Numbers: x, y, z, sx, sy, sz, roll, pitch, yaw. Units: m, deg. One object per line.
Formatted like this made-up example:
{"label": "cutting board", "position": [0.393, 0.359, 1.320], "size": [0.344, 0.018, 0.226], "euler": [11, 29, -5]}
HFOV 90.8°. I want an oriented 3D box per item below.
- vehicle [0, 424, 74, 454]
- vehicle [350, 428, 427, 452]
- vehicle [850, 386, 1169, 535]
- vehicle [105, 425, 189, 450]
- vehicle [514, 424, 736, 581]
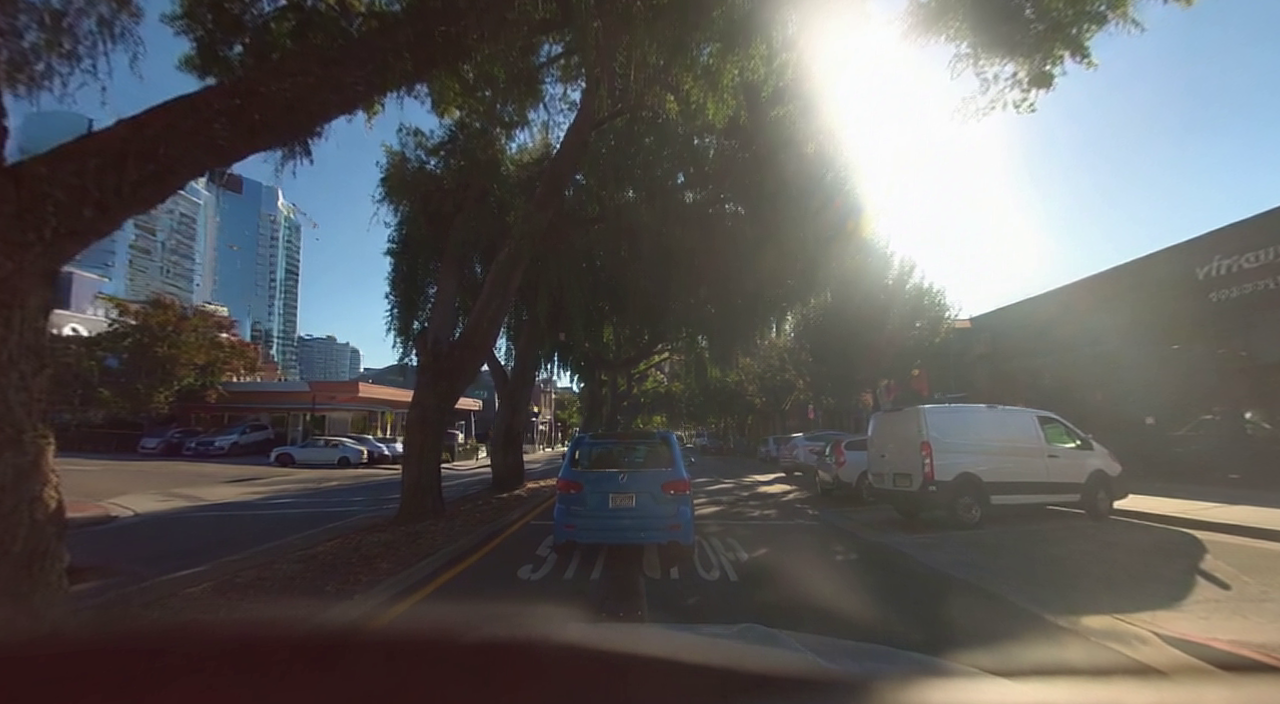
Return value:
{"label": "vehicle", "position": [-31.842, 4.438, 32.097], "size": [4.168, 1.458, 1.904], "euler": [0, -9, -2]}
{"label": "vehicle", "position": [-18.449, 6.496, 46.512], "size": [4.892, 1.679, 1.927], "euler": [1, -9, -6]}
{"label": "vehicle", "position": [6.642, 1.887, 11.331], "size": [5.385, 2.146, 2.143], "euler": [4, -9, -26]}
{"label": "vehicle", "position": [-31.830, 5.534, 40.852], "size": [3.915, 1.574, 1.850], "euler": [0, -9, 3]}
{"label": "vehicle", "position": [-0.201, 1.744, 8.223], "size": [2.065, 1.450, 4.522], "euler": [0, -9, -2]}
